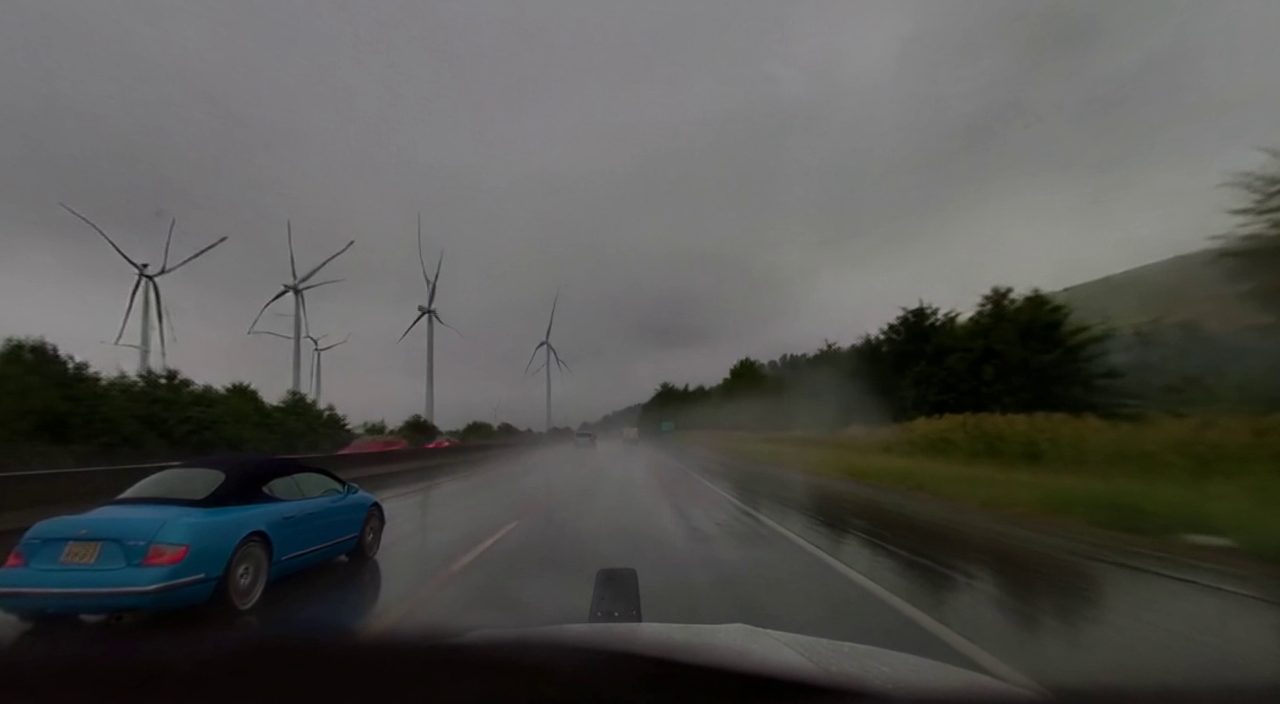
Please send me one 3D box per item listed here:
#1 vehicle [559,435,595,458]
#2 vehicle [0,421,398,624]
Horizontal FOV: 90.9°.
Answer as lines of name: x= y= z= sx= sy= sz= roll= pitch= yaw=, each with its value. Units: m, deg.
vehicle: x=-4.027 y=6.089 z=40.742 sx=2.024 sy=1.456 sz=3.754 roll=0 pitch=-8 yaw=-1
vehicle: x=-4.316 y=1.486 z=6.588 sx=1.969 sy=1.413 sz=4.194 roll=0 pitch=-8 yaw=-1
